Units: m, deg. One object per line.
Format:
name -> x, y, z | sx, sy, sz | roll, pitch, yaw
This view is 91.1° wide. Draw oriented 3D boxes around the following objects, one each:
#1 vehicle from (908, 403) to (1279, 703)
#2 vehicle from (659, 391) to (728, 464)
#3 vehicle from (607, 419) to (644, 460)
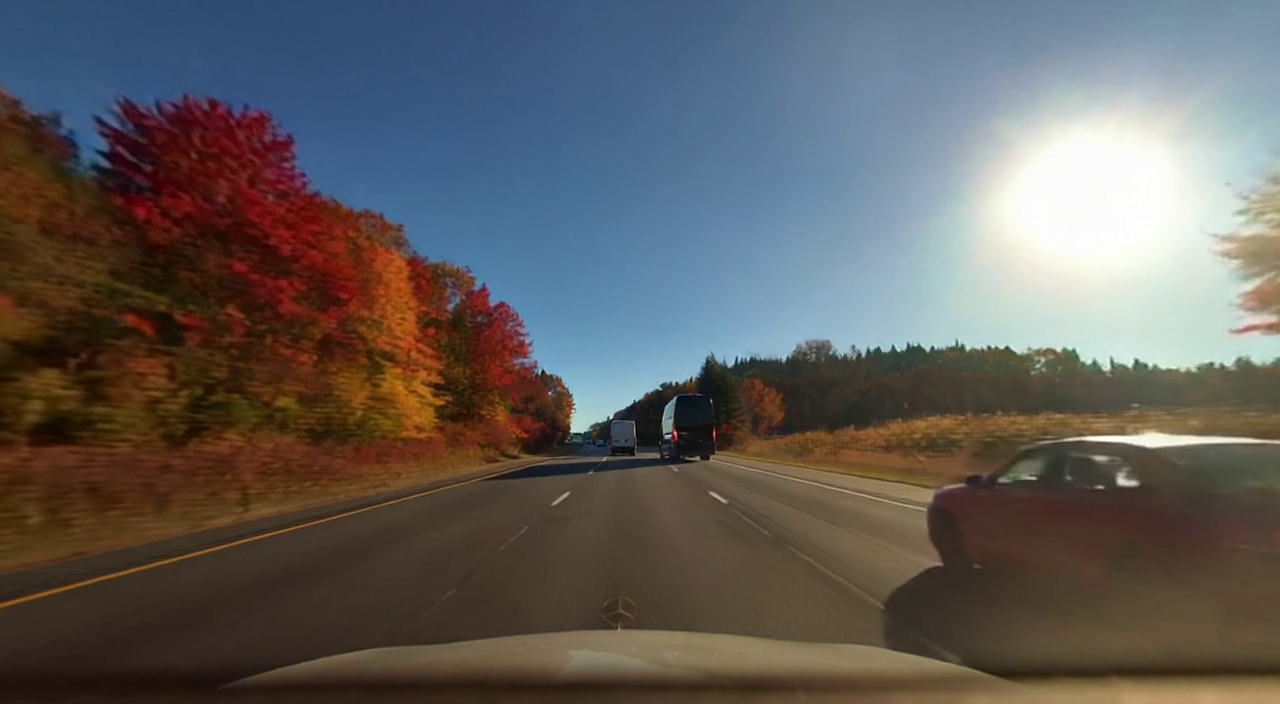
vehicle -> 3.752, 1.176, 4.179 | 1.962, 1.508, 4.363 | 0, -8, -1
vehicle -> 3.175, 5.108, 41.817 | 3.128, 4.087, 13.351 | 0, -8, -1
vehicle -> -0.973, 6.063, 43.655 | 2.389, 2.637, 5.437 | 0, -8, -1
